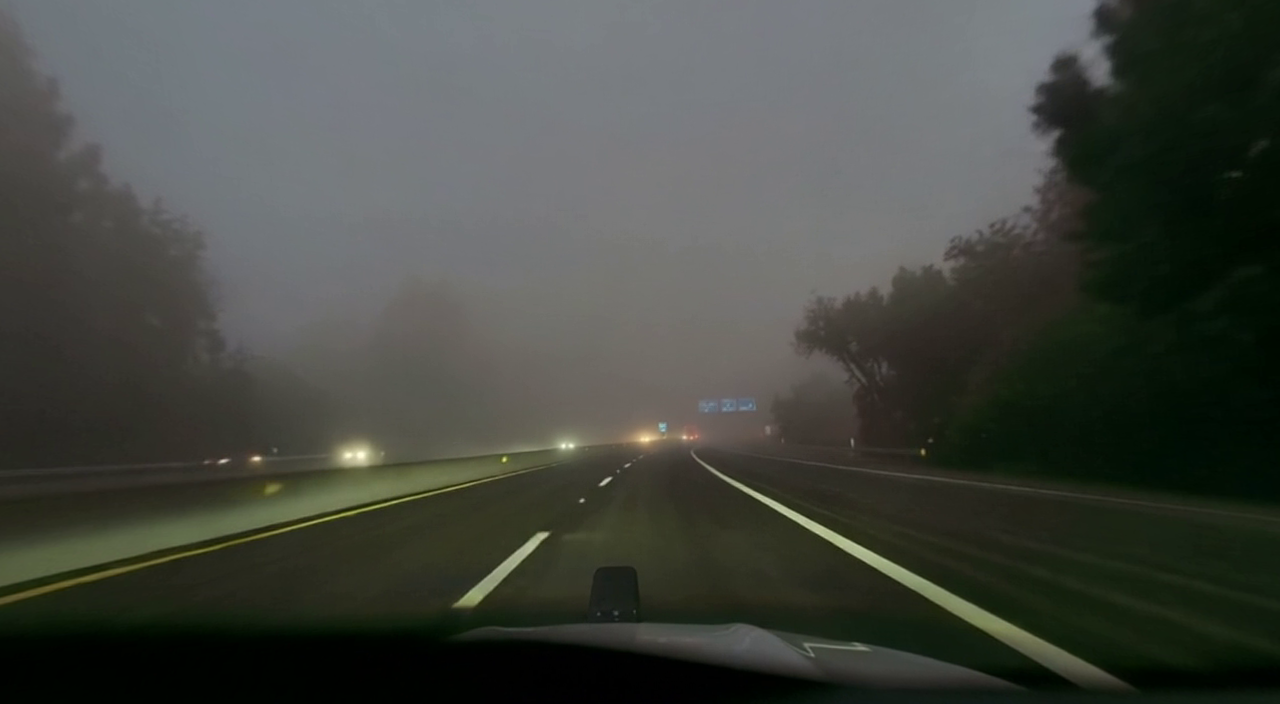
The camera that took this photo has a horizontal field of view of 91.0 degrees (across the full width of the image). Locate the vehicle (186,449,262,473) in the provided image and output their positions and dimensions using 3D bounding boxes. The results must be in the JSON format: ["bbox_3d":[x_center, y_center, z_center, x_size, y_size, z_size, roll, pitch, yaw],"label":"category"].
[{"bbox_3d":[-28.100,7.349,42.688,1.883,1.421,4.460,-1,-8,5],"label":"vehicle"}]
